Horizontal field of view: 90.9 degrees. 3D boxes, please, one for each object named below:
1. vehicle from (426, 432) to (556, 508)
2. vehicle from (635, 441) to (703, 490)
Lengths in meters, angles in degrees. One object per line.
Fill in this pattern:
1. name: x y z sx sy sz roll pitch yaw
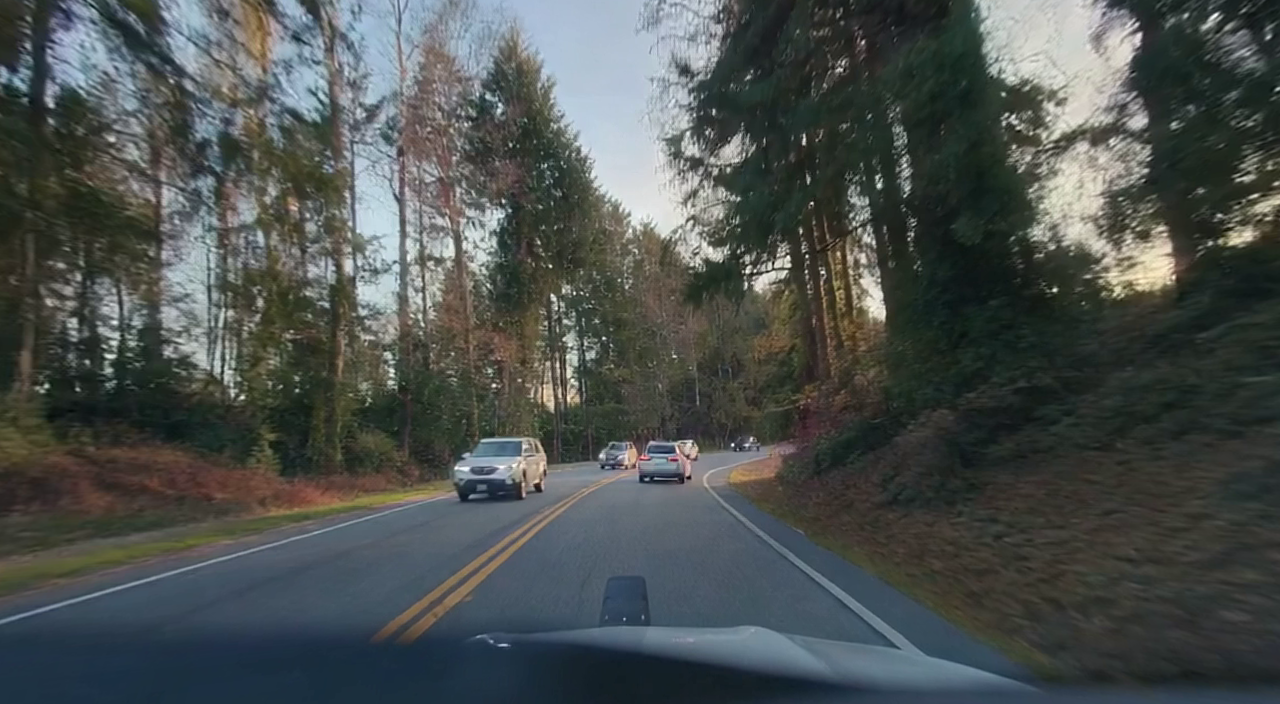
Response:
1. vehicle: -3.791 3.077 16.961 2.173 1.738 4.297 0 -8 4
2. vehicle: 1.144 4.110 23.255 2.274 1.583 4.349 -1 -8 5
